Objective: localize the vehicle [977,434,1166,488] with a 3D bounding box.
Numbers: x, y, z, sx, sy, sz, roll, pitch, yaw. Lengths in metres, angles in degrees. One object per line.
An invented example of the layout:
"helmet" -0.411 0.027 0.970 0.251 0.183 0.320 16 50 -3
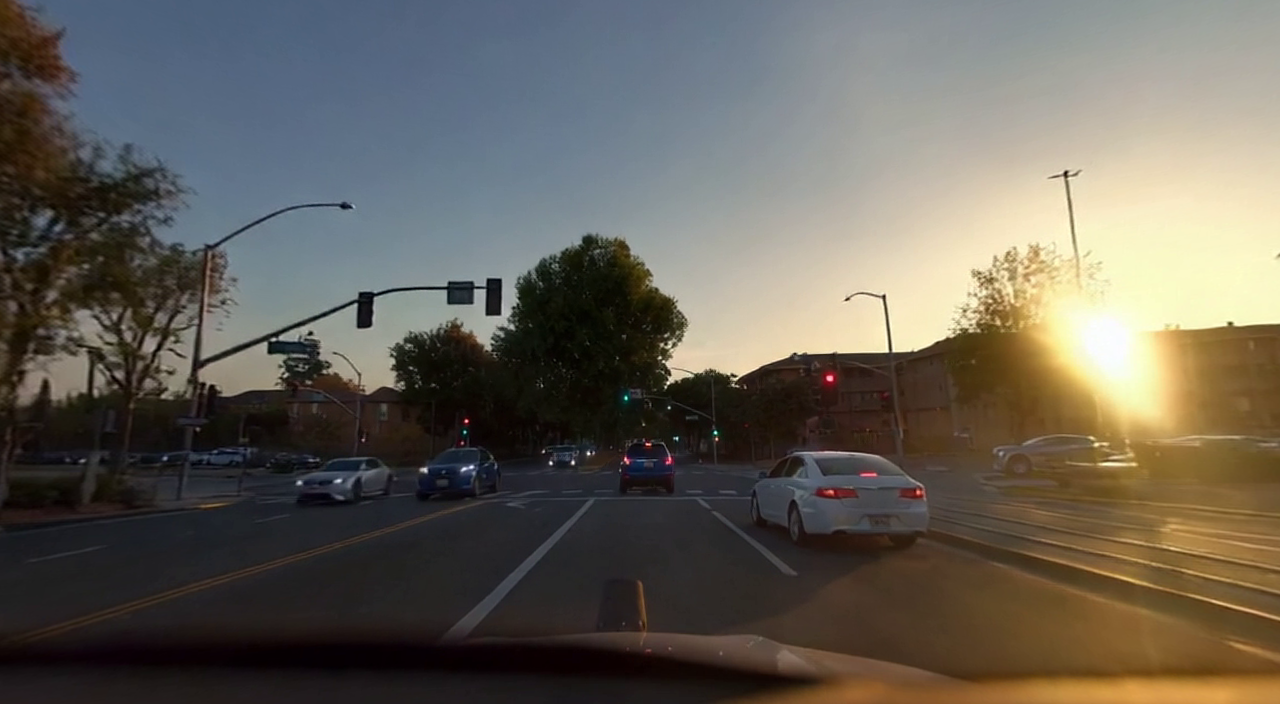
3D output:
"vehicle" 13.648 3.468 20.105 4.507 1.610 2.045 0 -9 -1

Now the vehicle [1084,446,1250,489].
"vehicle" 18.765 4.111 22.733 1.906 1.395 4.736 0 -9 0

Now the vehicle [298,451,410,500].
"vehicle" -10.279 4.440 23.038 1.943 1.552 4.670 0 -9 0

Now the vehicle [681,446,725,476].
"vehicle" 3.719 6.500 37.691 2.138 1.729 4.178 0 -9 -1

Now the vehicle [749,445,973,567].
"vehicle" 3.118 2.244 10.002 1.900 1.478 4.425 0 -9 -1

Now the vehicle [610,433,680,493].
"vehicle" 0.160 3.978 22.792 2.296 1.947 4.168 0 -9 0

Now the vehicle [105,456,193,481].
"vehicle" -33.791 8.004 43.285 4.379 1.666 2.005 0 -9 2

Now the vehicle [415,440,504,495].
"vehicle" -6.620 4.268 23.568 1.957 1.836 4.434 0 -9 1

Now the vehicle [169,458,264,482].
"vehicle" -26.848 7.508 39.910 4.500 1.439 1.996 0 -9 -1
